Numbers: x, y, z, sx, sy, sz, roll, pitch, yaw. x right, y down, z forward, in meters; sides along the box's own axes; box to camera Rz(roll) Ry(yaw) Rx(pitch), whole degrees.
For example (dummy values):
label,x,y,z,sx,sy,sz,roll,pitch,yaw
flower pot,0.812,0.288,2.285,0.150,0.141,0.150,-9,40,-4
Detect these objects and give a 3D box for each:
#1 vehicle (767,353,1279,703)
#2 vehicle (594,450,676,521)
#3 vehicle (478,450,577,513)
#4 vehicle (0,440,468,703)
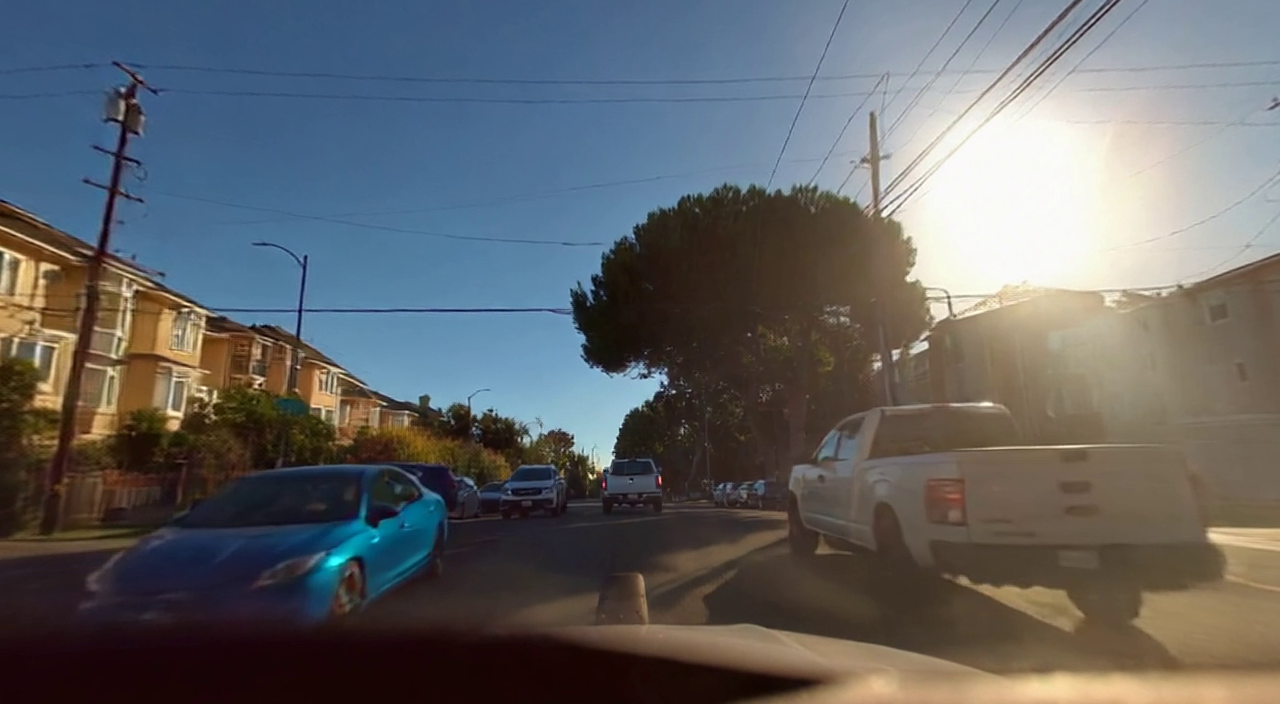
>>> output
label,x,y,z,sx,sy,sz,roll,pitch,yaw
vehicle,2.689,1.308,5.747,2.027,1.907,4.736,0,-9,-1
vehicle,-0.118,4.177,20.075,2.308,1.940,4.125,-2,-10,1
vehicle,-3.661,4.586,21.963,2.330,1.859,6.068,0,-13,0
vehicle,-3.095,1.575,5.767,1.868,1.462,4.385,0,-9,-1
